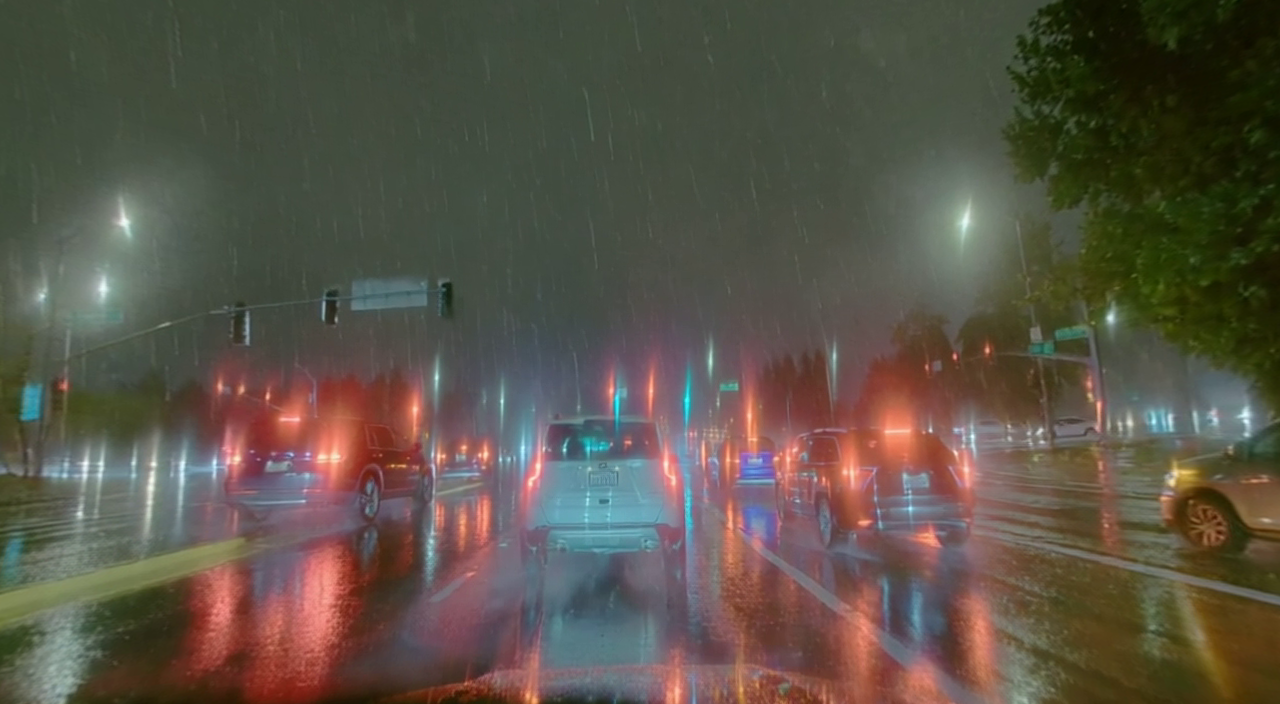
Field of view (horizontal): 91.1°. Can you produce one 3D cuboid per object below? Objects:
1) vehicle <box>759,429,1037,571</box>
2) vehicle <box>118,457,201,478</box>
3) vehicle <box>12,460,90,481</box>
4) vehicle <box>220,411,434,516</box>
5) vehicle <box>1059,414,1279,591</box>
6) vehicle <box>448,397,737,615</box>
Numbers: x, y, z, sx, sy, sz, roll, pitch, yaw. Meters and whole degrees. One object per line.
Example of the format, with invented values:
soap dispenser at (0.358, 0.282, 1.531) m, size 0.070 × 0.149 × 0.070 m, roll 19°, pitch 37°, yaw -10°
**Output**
vehicle at (3.135, 1.885, 8.873) m, size 1.971 × 1.473 × 4.495 m, roll 0°, pitch -8°, yaw -1°
vehicle at (-37.353, 8.970, 48.870) m, size 4.914 × 1.487 × 1.850 m, roll 0°, pitch -8°, yaw 1°
vehicle at (-45.755, 9.211, 48.811) m, size 4.232 × 1.498 × 1.791 m, roll 0°, pitch -8°, yaw 1°
vehicle at (-6.736, 2.473, 14.408) m, size 2.214 × 1.953 × 5.017 m, roll 0°, pitch -8°, yaw 1°
vehicle at (6.558, 1.418, 6.161) m, size 1.941 × 1.532 × 4.152 m, roll 0°, pitch -8°, yaw -1°
vehicle at (-0.343, 1.507, 7.035) m, size 2.256 × 1.694 × 4.055 m, roll 0°, pitch -8°, yaw 1°
